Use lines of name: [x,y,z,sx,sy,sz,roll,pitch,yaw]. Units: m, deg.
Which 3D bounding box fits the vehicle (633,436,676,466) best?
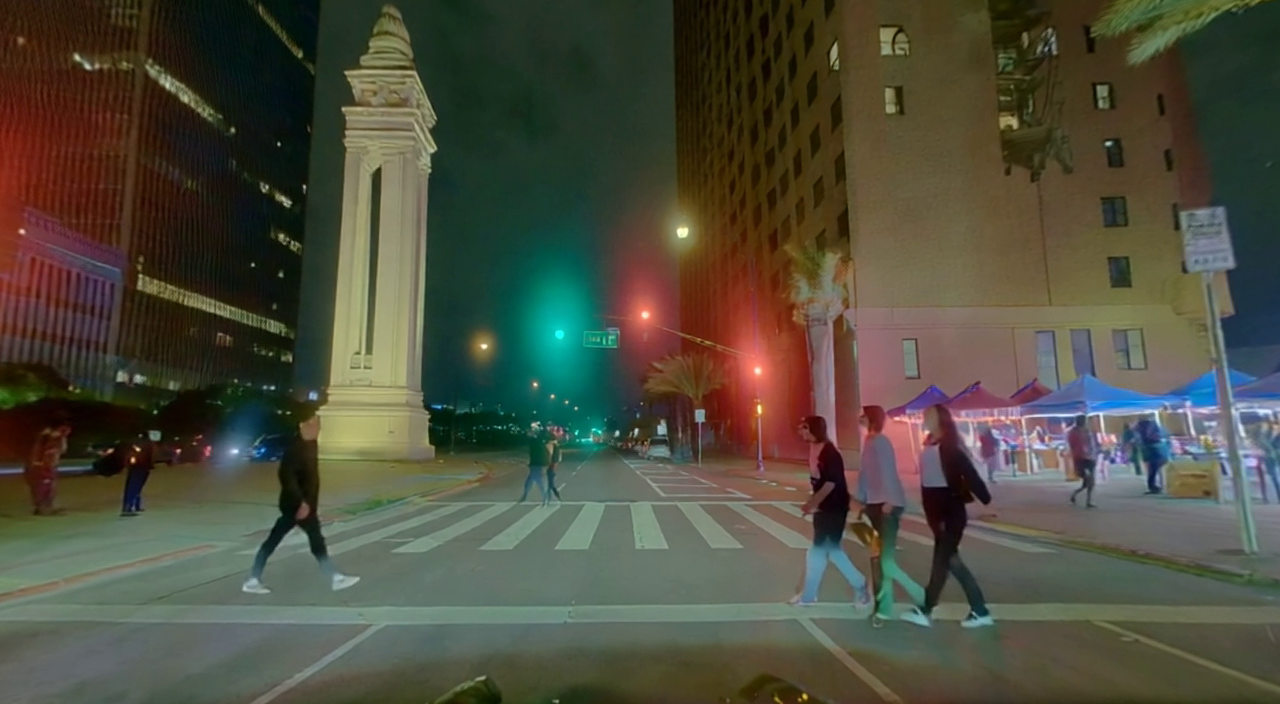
vehicle: [0.981,7.279,46.553,2.322,2.071,5.366,1,-9,-9]
